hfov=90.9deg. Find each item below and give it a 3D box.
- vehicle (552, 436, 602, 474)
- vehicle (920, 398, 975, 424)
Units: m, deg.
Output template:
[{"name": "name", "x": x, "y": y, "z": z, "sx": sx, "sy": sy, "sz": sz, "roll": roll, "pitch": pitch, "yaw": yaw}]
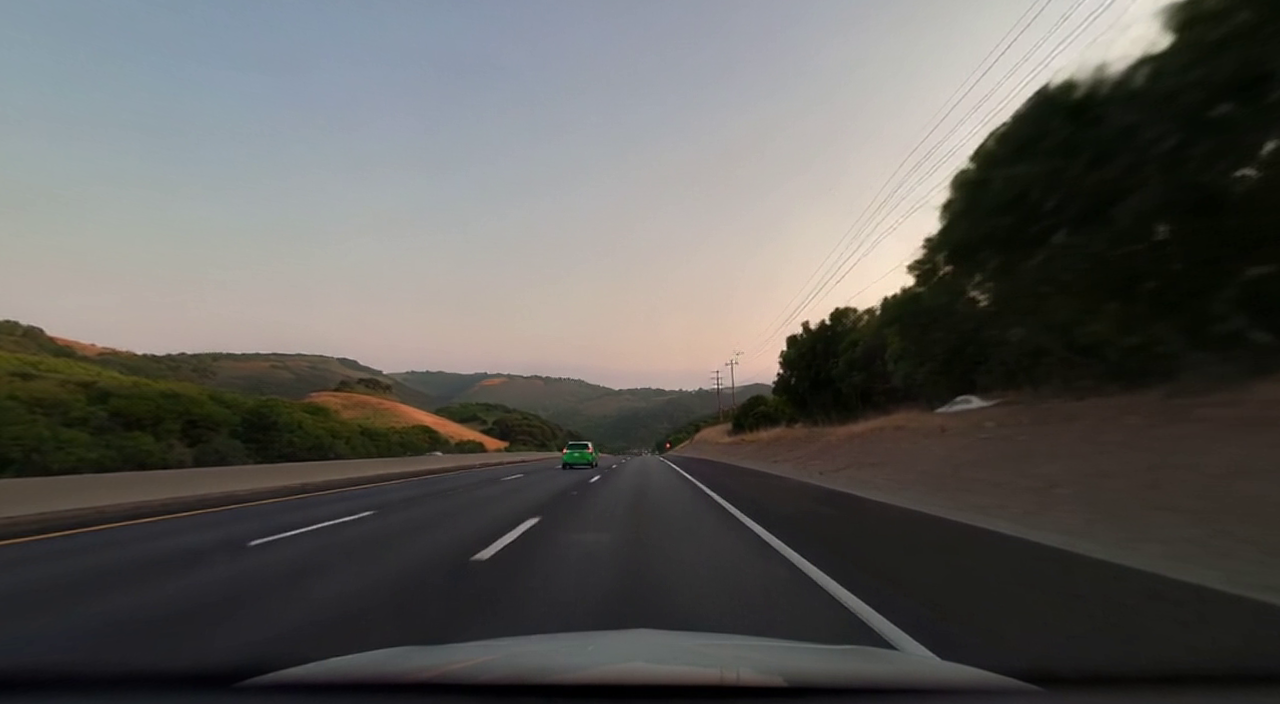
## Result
[{"name": "vehicle", "x": -3.276, "y": 5.413, "z": 33.499, "sx": 2.136, "sy": 1.845, "sz": 4.515, "roll": 0, "pitch": -8, "yaw": 1}, {"name": "vehicle", "x": 23.778, "y": 4.619, "z": 48.977, "sx": 1.914, "sy": 1.713, "sz": 4.630, "roll": -1, "pitch": -8, "yaw": 1}]
